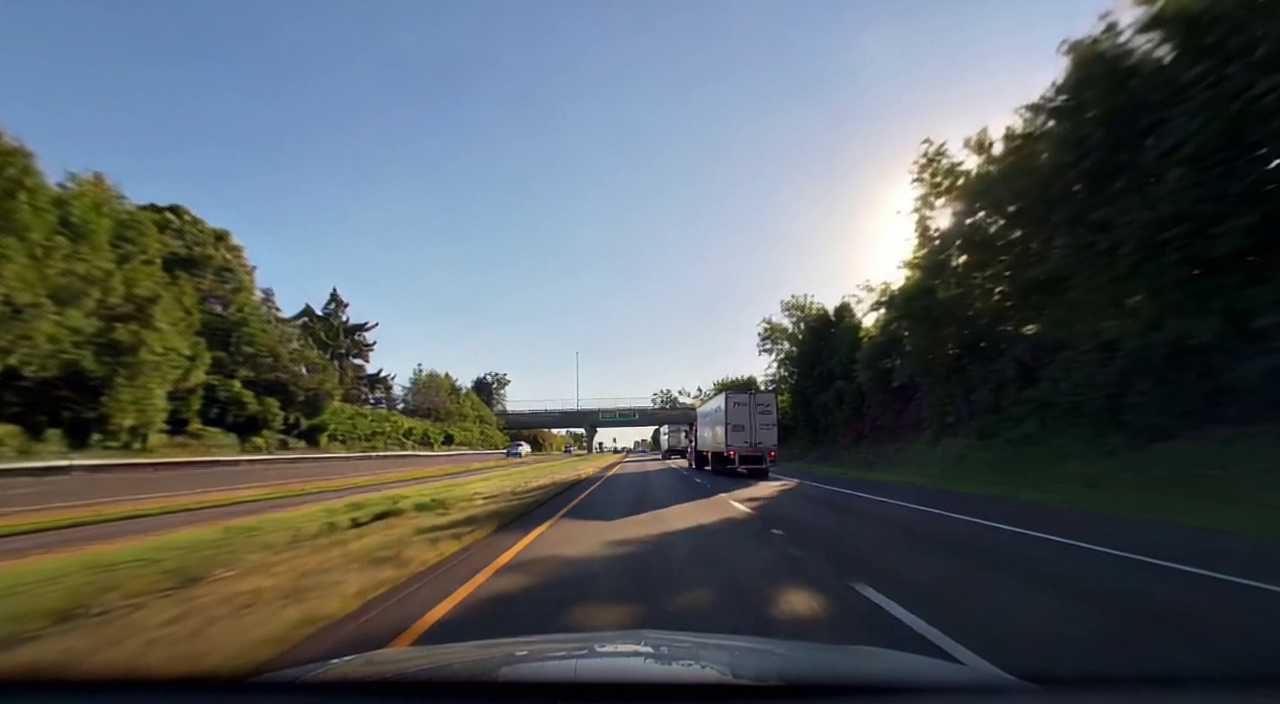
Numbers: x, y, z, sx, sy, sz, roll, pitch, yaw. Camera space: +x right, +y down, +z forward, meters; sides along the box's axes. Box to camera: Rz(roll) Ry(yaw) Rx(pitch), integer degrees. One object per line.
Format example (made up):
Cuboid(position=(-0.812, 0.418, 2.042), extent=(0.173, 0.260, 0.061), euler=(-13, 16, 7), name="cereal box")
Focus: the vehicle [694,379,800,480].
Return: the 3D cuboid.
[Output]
Cuboid(position=(4.945, 4.216, 32.749), extent=(2.929, 4.093, 14.258), euler=(0, -9, 0), name="vehicle")
